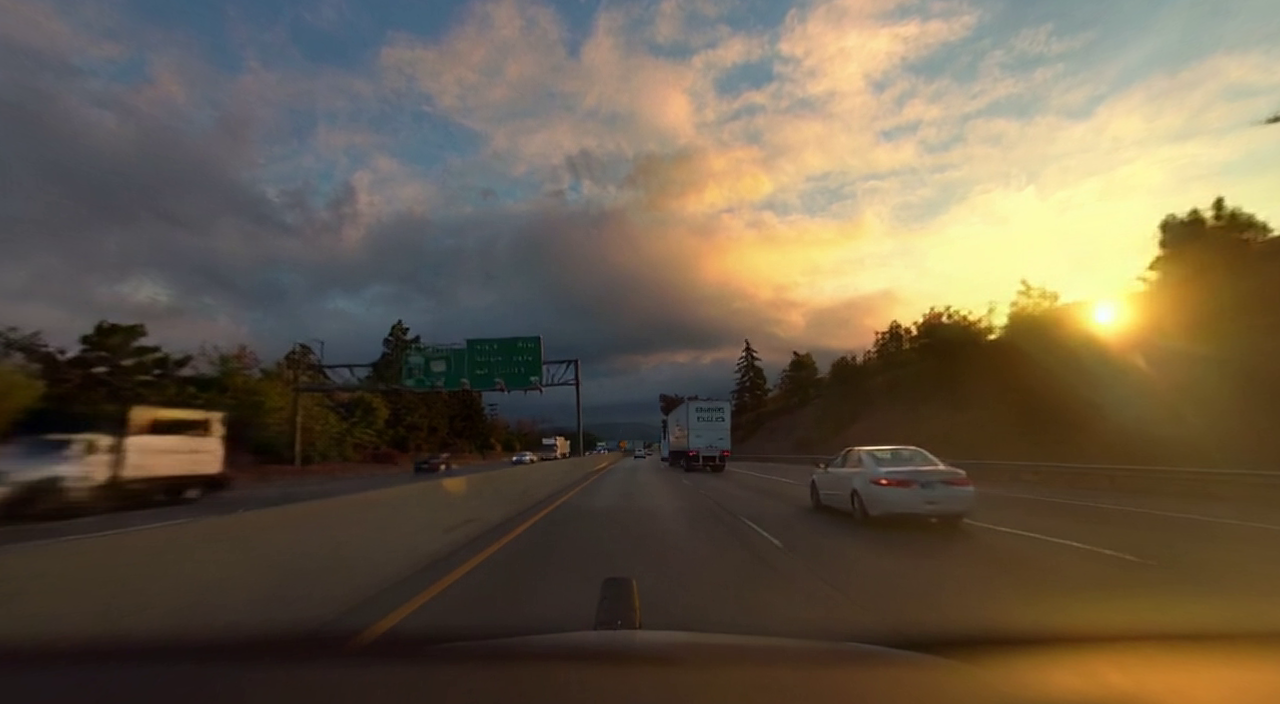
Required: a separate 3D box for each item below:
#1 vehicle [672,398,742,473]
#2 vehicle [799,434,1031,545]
[{"bbox_3d":[3.965,5.642,41.199,2.926,4.060,14.068,0,-9,0],"label":"vehicle"},{"bbox_3d":[4.219,2.174,10.546,1.917,1.471,4.149,0,-9,-1],"label":"vehicle"}]
